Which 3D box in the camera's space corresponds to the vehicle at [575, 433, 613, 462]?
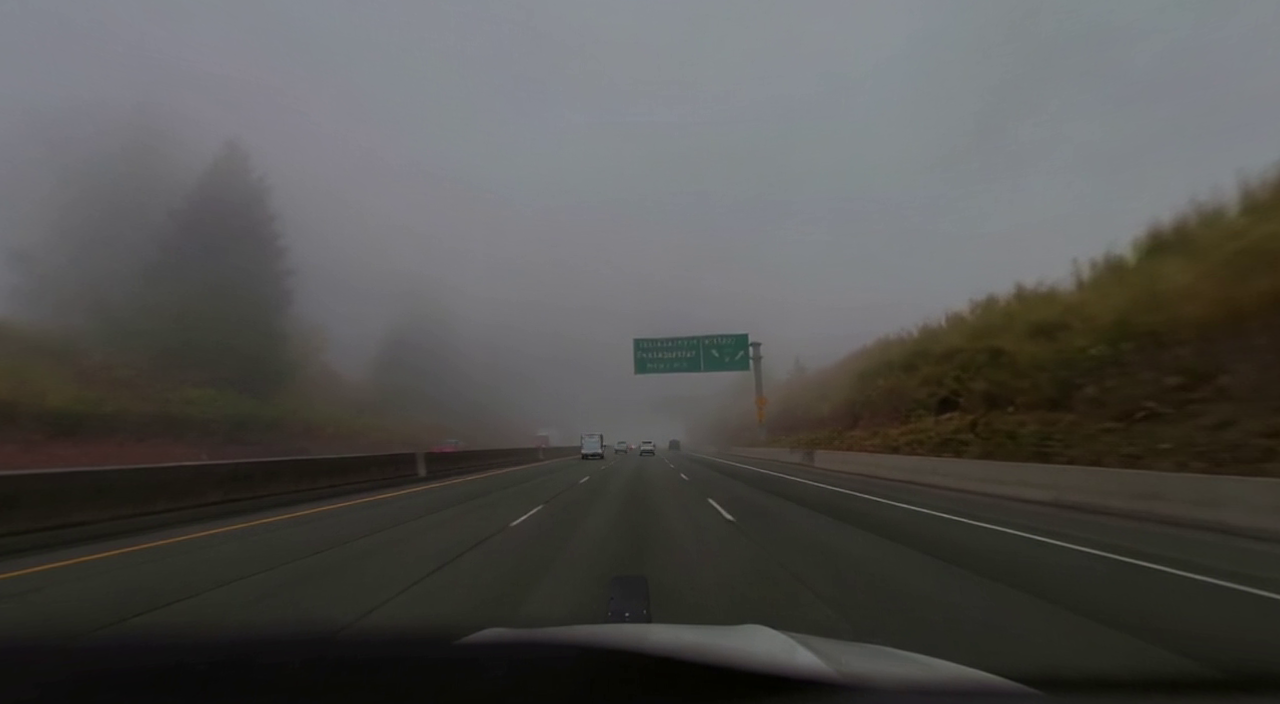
[{"bbox_3d":[-3.241,6.852,45.191,2.286,2.011,4.452,0,-8,1],"label":"vehicle"}]
